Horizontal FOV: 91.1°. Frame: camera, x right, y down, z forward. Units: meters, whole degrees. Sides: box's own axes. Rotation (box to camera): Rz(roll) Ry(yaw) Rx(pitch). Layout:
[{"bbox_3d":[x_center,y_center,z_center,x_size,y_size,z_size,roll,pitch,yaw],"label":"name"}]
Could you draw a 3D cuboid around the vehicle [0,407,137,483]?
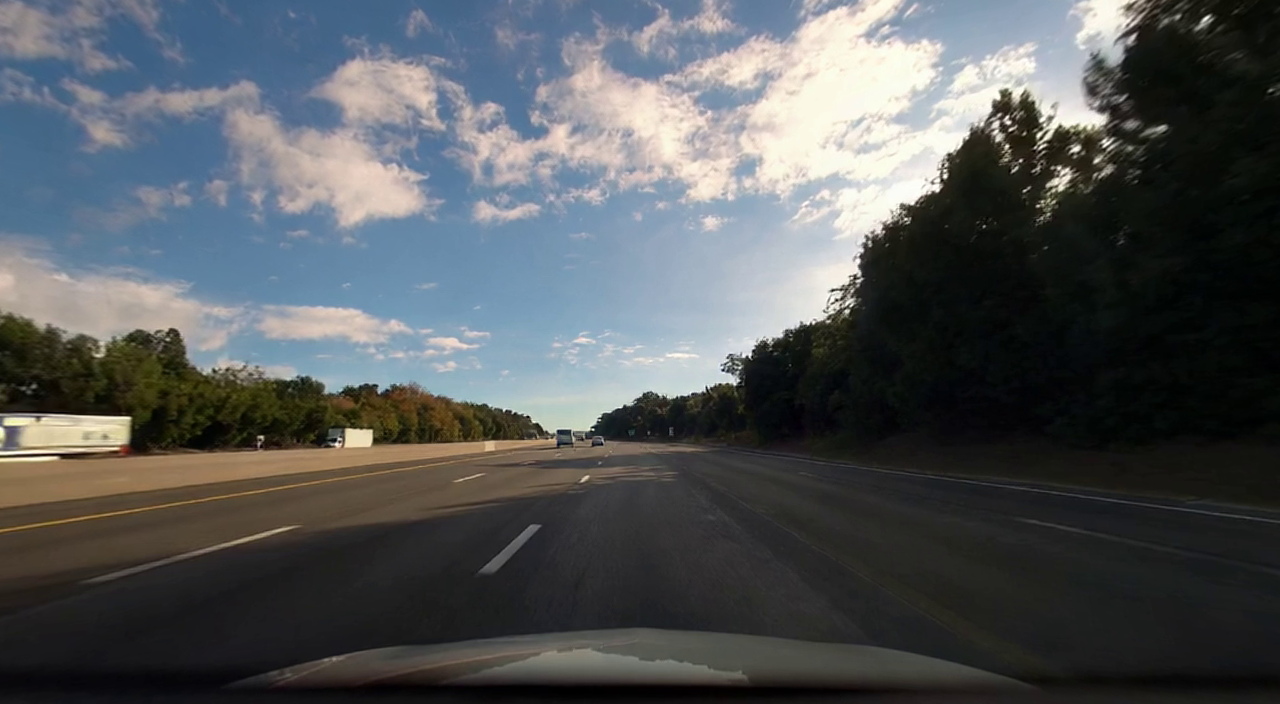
[{"bbox_3d":[-22.250,3.327,22.638,2.288,2.483,7.399,0,-8,-1],"label":"vehicle"}]
